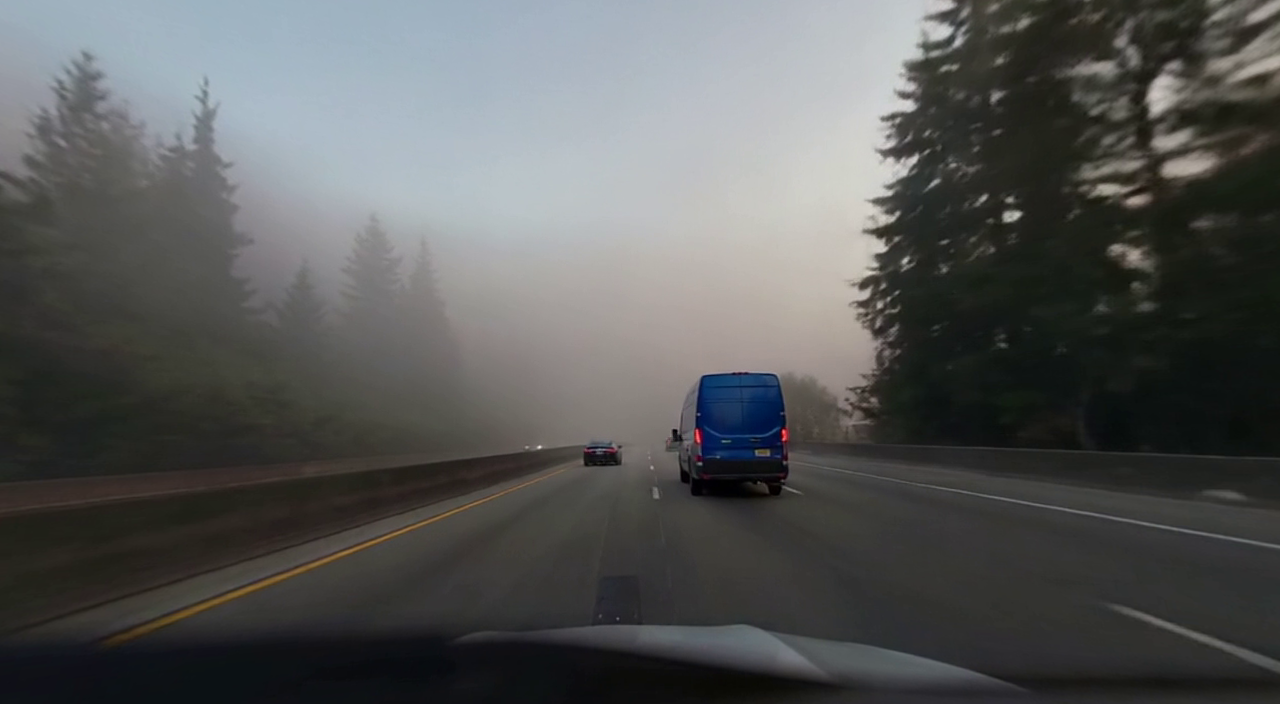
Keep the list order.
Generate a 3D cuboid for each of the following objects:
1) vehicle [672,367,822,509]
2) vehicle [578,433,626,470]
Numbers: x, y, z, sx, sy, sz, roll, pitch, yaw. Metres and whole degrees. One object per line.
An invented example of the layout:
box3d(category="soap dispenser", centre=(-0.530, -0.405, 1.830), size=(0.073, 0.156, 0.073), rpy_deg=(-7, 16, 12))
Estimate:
box3d(category="vehicle", centre=(2.128, 2.053, 15.164), size=(2.416, 2.595, 7.243), rpy_deg=(0, -8, 1))
box3d(category="vehicle", centre=(-1.627, 4.454, 28.352), size=(1.900, 1.524, 4.324), rpy_deg=(0, -8, 0))
